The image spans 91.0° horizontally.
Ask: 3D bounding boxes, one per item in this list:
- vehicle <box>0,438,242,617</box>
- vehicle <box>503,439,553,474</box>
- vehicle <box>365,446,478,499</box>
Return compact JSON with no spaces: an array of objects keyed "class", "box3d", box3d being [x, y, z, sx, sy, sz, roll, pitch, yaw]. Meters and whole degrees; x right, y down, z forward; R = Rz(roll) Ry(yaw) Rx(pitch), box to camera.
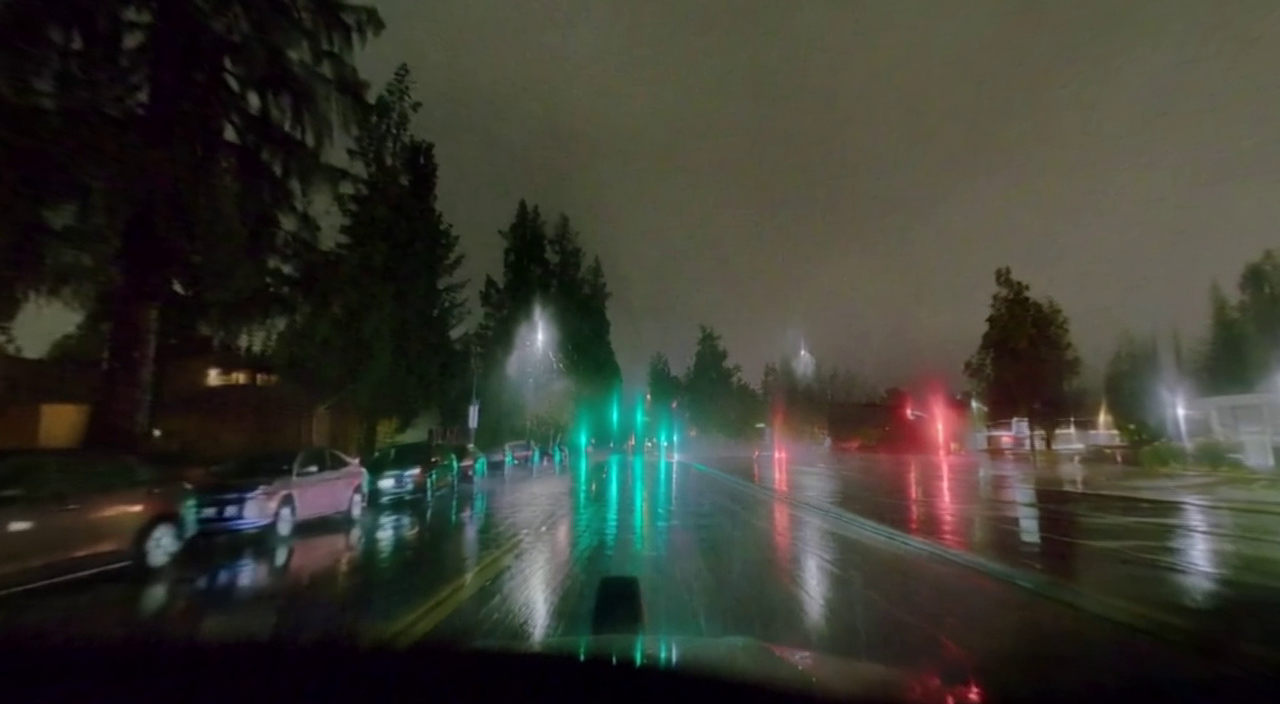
[{"class":"vehicle","box3d":[-6.469,1.563,5.884,2.074,1.502,5.098,0,-8,1]},{"class":"vehicle","box3d":[-6.580,6.220,37.574,2.249,1.884,4.784,2,-9,-2]},{"class":"vehicle","box3d":[-6.774,3.770,20.100,2.056,1.477,4.318,0,-9,0]}]
